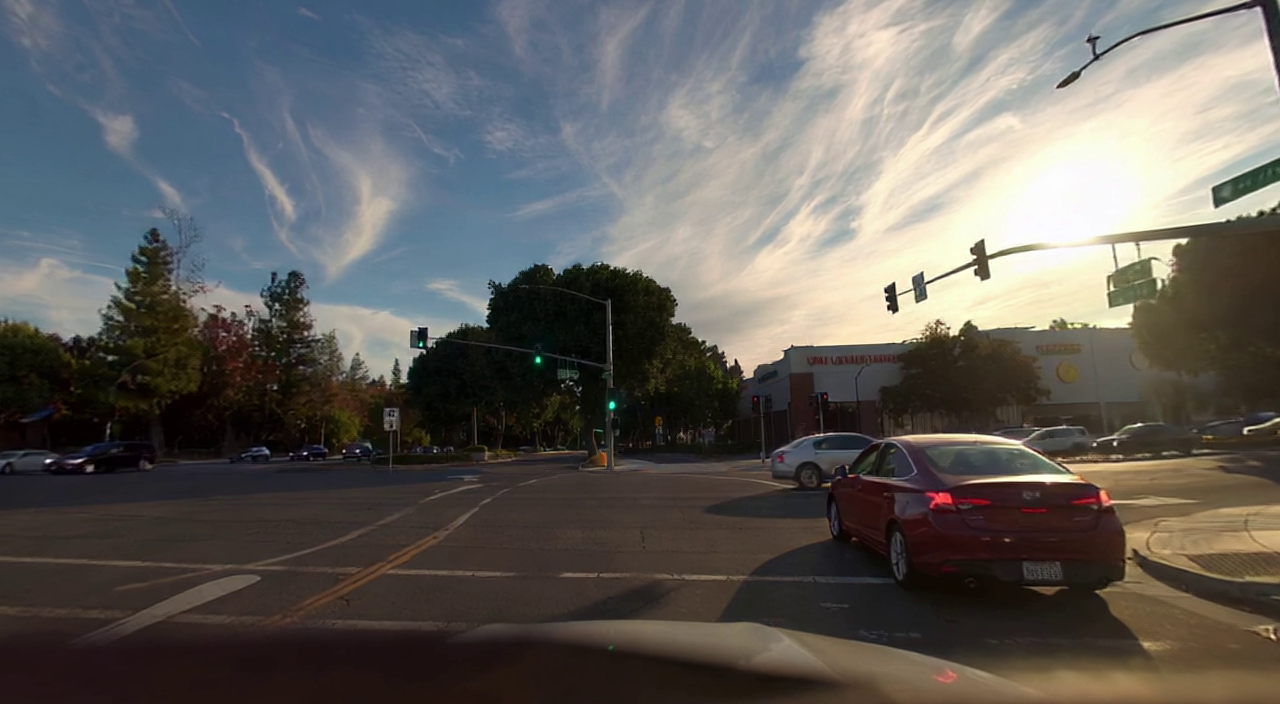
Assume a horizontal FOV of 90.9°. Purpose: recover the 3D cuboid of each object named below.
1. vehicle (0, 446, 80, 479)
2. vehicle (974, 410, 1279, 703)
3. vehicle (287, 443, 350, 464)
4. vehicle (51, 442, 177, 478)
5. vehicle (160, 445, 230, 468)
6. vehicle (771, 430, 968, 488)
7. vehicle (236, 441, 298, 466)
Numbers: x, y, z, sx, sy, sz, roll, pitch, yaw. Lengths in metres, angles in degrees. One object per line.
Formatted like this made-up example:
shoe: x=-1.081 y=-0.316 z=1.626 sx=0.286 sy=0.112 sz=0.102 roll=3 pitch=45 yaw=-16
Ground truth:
vehicle: x=-29.911 y=5.270 z=30.333 sx=1.877 sy=1.475 sz=4.455 roll=0 pitch=-8 yaw=-2
vehicle: x=4.114 y=1.064 z=3.309 sx=1.940 sy=1.487 sz=4.562 roll=0 pitch=-8 yaw=-4
vehicle: x=-23.438 y=7.411 z=46.182 sx=2.206 sy=1.447 sz=4.697 roll=0 pitch=-8 yaw=-2
vehicle: x=-23.167 y=4.753 z=28.004 sx=2.001 sy=1.427 sz=4.285 roll=0 pitch=-8 yaw=-2
vehicle: x=-34.209 y=8.001 z=48.614 sx=2.079 sy=1.681 sz=4.675 roll=0 pitch=-8 yaw=-2
vehicle: x=6.926 y=3.294 z=19.517 sx=5.260 sy=1.657 sz=2.026 roll=0 pitch=-8 yaw=1
vehicle: x=-27.326 y=7.448 z=46.320 sx=1.886 sy=1.694 sz=4.420 roll=0 pitch=-8 yaw=-2
